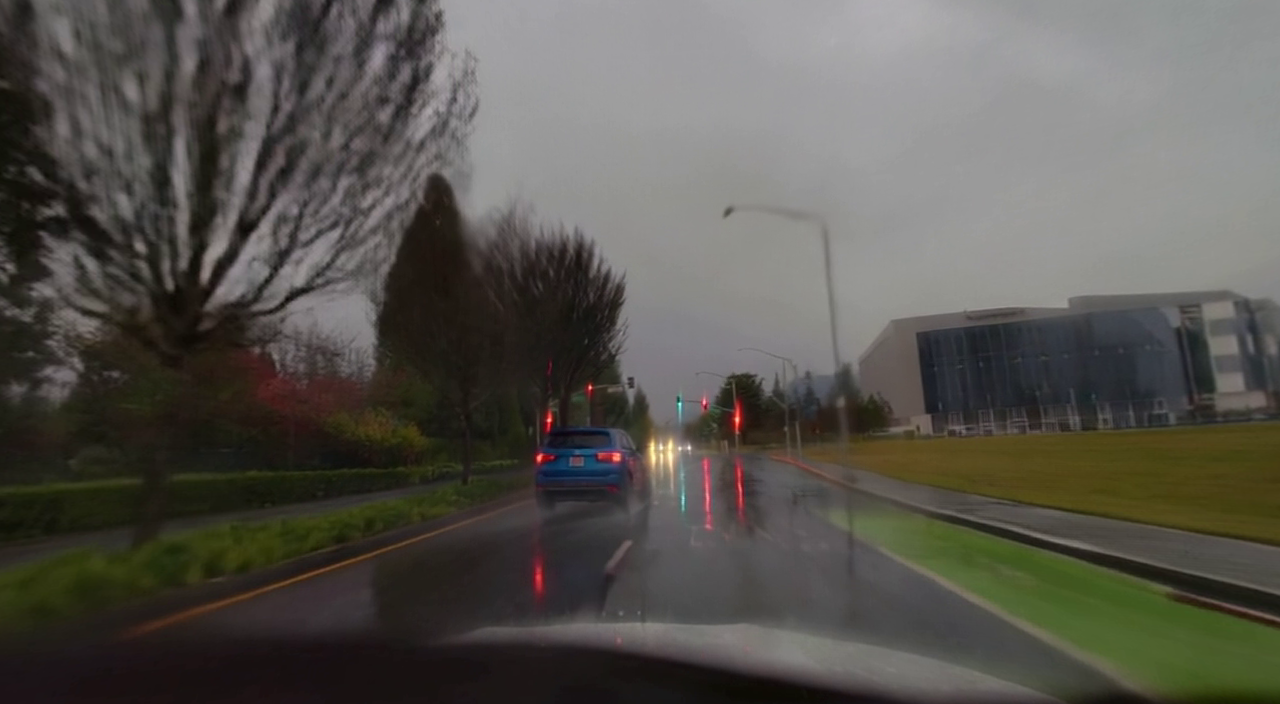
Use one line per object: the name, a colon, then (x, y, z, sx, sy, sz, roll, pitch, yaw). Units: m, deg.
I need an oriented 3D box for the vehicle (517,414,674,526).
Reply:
vehicle: (-0.651, 2.327, 12.851, 2.339, 1.790, 4.629, -3, -9, 6)
